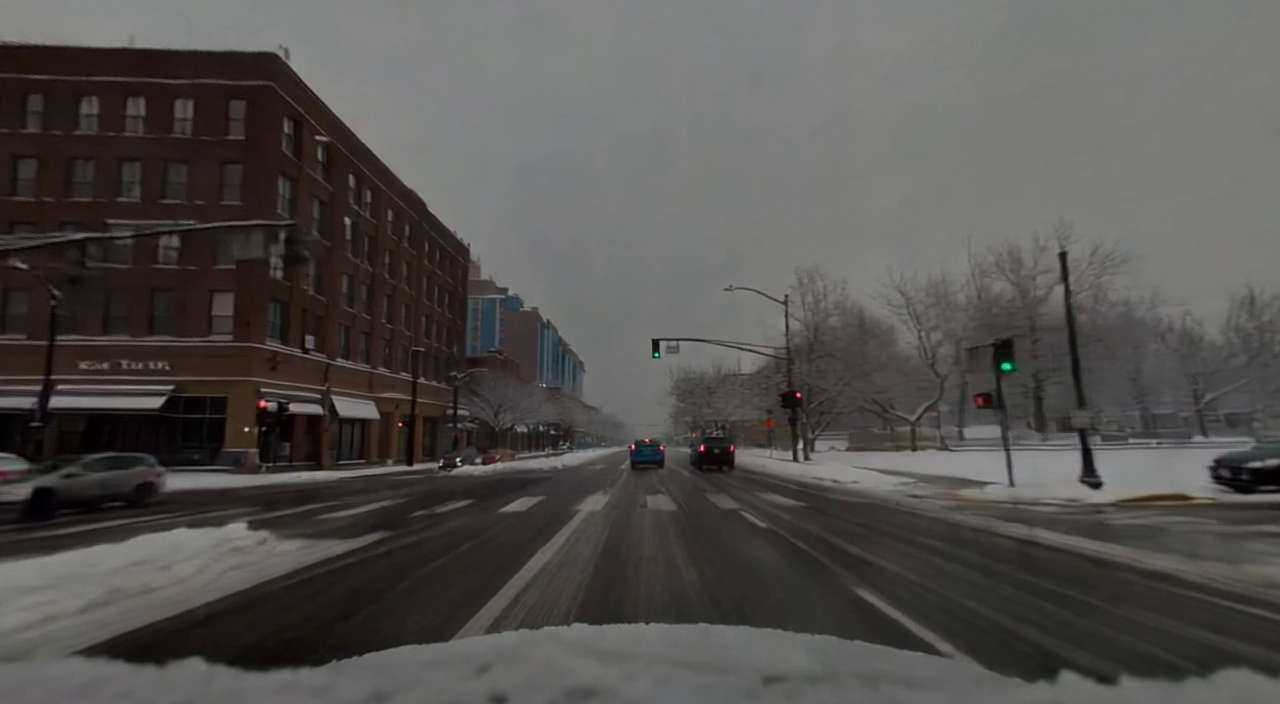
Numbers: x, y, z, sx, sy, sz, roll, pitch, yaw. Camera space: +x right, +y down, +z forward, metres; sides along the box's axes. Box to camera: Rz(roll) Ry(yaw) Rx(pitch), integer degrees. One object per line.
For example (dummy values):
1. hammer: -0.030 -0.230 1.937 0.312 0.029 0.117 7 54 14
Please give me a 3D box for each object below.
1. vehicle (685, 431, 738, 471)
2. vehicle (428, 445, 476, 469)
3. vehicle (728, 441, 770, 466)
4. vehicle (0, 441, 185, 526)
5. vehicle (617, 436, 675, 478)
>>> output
1. vehicle: 3.743 5.295 33.878 2.159 1.938 4.836 0 -8 -1
2. vehicle: -13.655 7.646 46.008 1.984 1.618 4.568 0 -8 1
3. vehicle: 7.188 6.742 41.904 1.961 1.510 4.707 0 -9 0
4. vehicle: -13.965 3.104 15.549 2.082 1.772 4.447 0 -8 0
5. vehicle: 0.222 4.394 26.636 2.245 1.587 4.094 0 -8 -1
